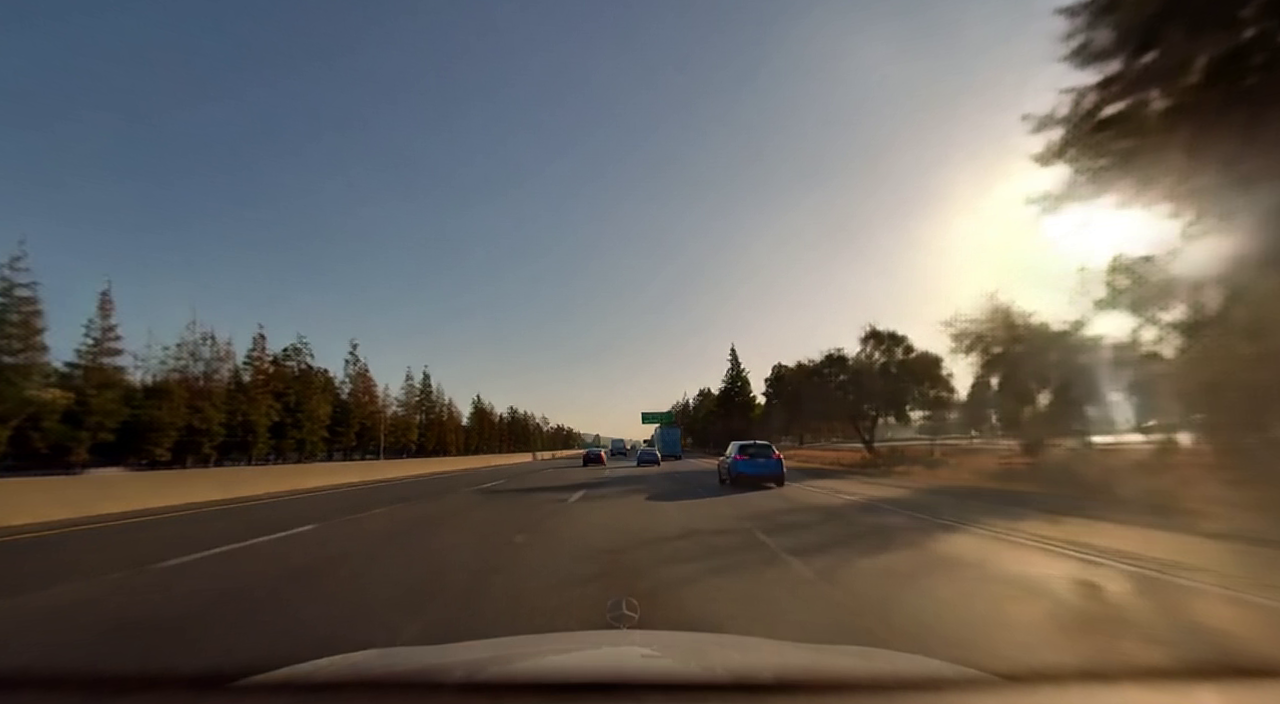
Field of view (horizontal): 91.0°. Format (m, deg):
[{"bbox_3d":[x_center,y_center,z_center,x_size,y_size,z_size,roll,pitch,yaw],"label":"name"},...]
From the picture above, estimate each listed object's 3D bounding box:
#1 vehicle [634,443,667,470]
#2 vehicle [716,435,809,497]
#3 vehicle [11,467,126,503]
[{"bbox_3d":[0.696,7.290,44.210,2.205,1.785,4.423,0,-9,0],"label":"vehicle"},{"bbox_3d":[3.758,3.585,20.179,2.082,1.720,4.393,0,-9,0],"label":"vehicle"},{"bbox_3d":[-29.082,6.760,32.245,1.879,1.549,4.150,0,-9,1],"label":"vehicle"}]
